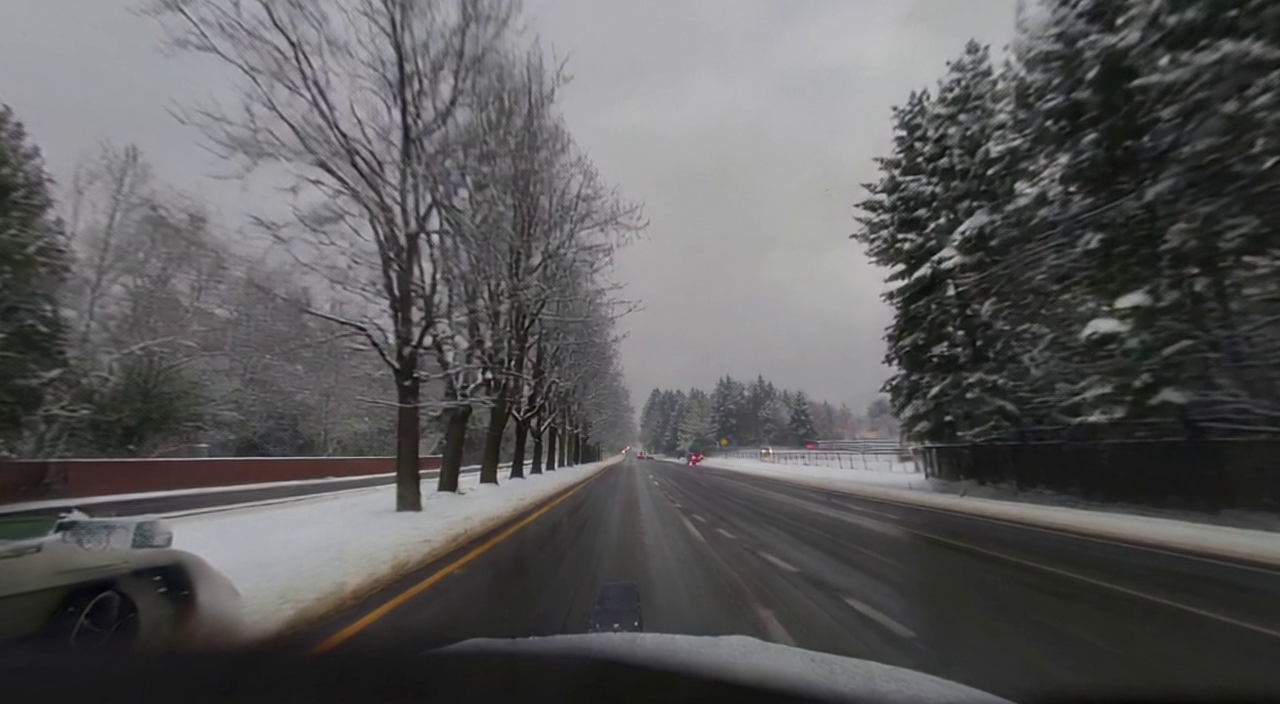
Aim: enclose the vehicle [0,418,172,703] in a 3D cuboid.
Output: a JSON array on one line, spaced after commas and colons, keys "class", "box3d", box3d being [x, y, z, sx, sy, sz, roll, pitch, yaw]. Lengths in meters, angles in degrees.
[{"class": "vehicle", "box3d": [-4.059, 0.864, 1.599, 2.120, 1.488, 4.766, 0, -8, -1]}]
